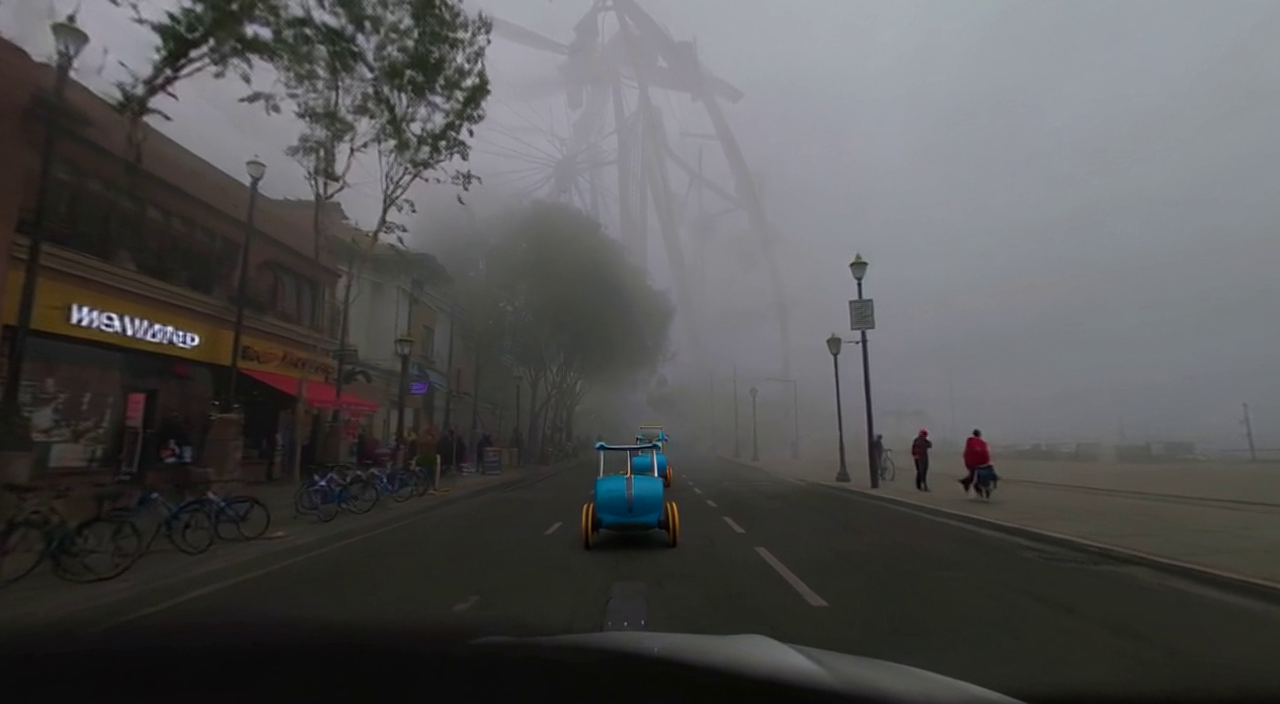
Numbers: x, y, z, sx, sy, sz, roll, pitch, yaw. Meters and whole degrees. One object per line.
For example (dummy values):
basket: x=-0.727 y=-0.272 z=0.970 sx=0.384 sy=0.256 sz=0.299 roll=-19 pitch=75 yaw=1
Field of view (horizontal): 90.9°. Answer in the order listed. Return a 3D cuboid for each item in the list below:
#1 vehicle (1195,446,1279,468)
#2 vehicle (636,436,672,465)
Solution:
vehicle: x=41.713 y=7.305 z=43.859 sx=4.120 sy=1.445 sz=1.893 roll=-2 pitch=-9 yaw=10
vehicle: x=0.931 y=6.387 z=40.826 sx=2.221 sy=1.773 sz=4.228 roll=0 pitch=-9 yaw=2
